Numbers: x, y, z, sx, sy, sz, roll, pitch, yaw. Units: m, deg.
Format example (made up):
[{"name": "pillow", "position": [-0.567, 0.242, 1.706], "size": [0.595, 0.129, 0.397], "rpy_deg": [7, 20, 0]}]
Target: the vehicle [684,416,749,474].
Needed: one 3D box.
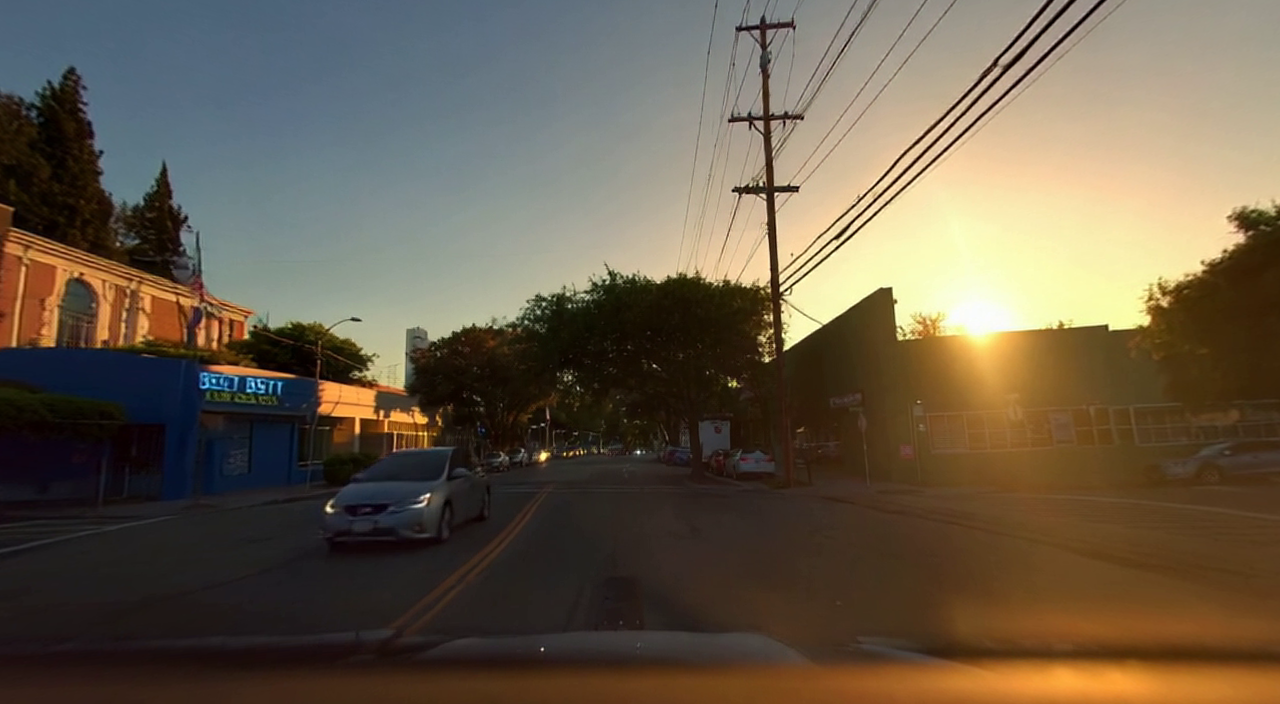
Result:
[{"name": "vehicle", "position": [4.533, 5.749, 39.171], "size": [2.815, 3.203, 7.558], "rpy_deg": [0, -9, -2]}]

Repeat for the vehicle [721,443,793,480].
[{"name": "vehicle", "position": [5.540, 5.214, 30.466], "size": [1.963, 1.646, 4.204], "rpy_deg": [2, -9, -11]}]

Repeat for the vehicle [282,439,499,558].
[{"name": "vehicle", "position": [-3.687, 2.201, 10.269], "size": [1.914, 1.506, 4.125], "rpy_deg": [0, -9, -1]}]

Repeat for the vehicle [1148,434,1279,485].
[{"name": "vehicle", "position": [18.591, 3.262, 19.307], "size": [4.368, 1.479, 1.985], "rpy_deg": [0, -9, 1]}]

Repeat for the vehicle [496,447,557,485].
[{"name": "vehicle", "position": [-4.787, 4.855, 27.258], "size": [2.050, 1.505, 4.219], "rpy_deg": [0, -9, -2]}]
